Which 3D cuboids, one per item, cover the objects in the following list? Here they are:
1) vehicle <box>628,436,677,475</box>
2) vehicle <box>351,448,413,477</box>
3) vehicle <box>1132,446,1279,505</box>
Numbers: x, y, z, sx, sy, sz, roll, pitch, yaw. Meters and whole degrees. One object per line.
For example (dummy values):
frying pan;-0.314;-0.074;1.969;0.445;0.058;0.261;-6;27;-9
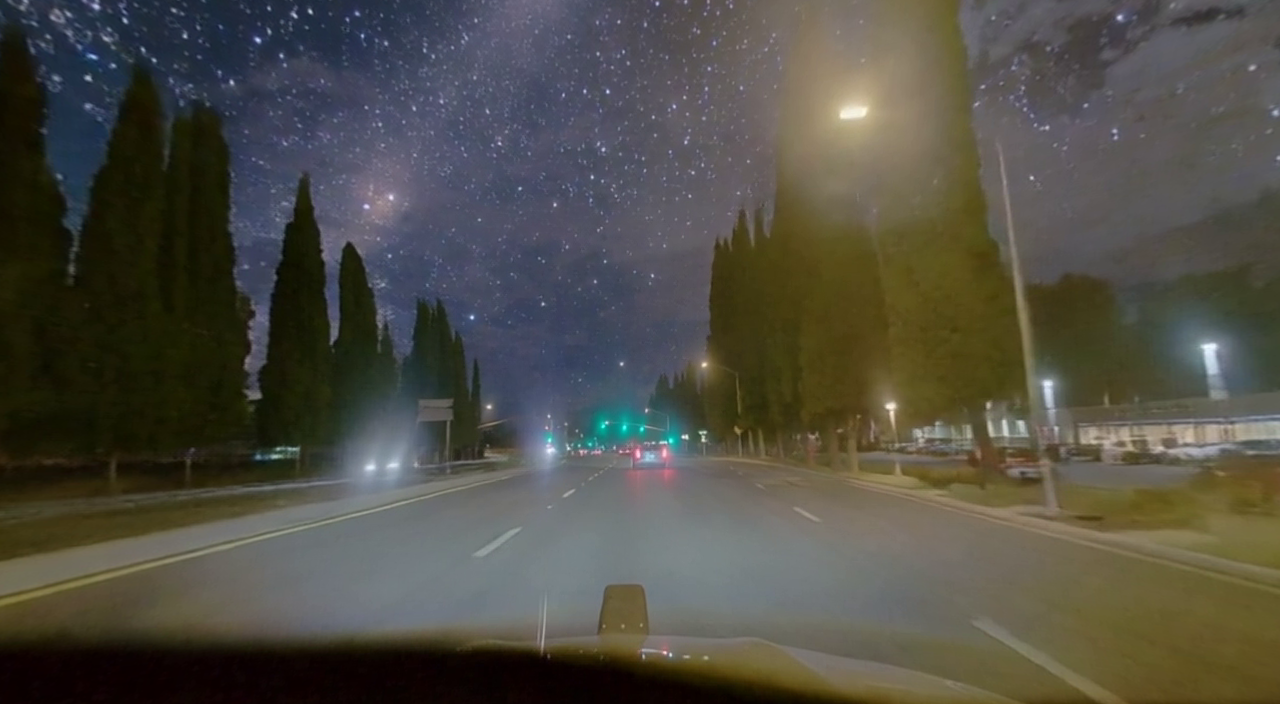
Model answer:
vehicle;0.529;4.856;29.756;2.135;1.691;3.884;0;-9;-1
vehicle;-16.544;7.078;40.666;2.034;1.725;4.470;0;-9;0
vehicle;15.827;3.202;16.609;4.205;1.441;1.781;0;-9;-1
